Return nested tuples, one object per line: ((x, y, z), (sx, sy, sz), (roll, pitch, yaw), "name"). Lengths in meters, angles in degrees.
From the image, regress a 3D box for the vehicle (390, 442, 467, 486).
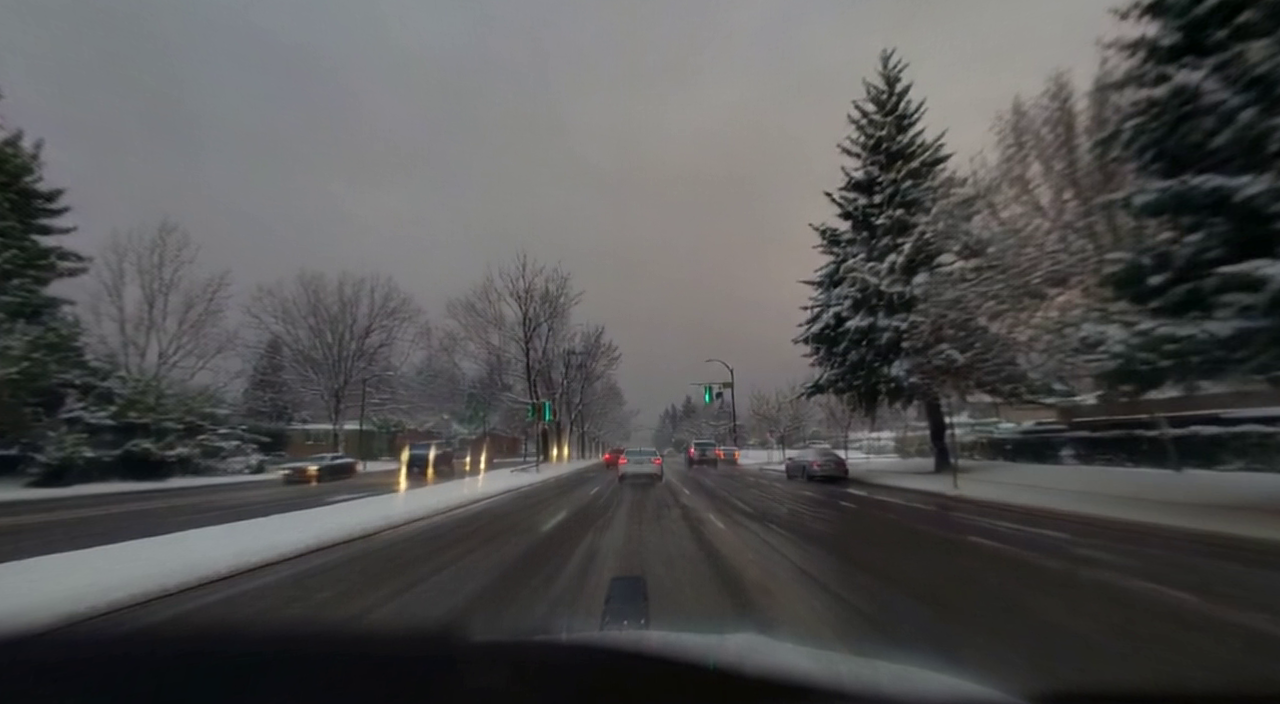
((-9.453, 5.014, 28.610), (2.090, 1.785, 4.692), (0, -9, -4), "vehicle")

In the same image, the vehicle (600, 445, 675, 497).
((-0.044, 3.712, 20.110), (2.140, 1.474, 4.026), (0, -9, 1), "vehicle")

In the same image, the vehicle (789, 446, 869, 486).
((7.760, 4.697, 26.338), (1.980, 1.497, 4.345), (0, -9, 0), "vehicle")

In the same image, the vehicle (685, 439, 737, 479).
((3.405, 5.218, 31.053), (2.073, 1.822, 4.276), (0, -9, 0), "vehicle")

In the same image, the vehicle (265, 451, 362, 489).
((-14.489, 5.233, 28.293), (1.926, 1.480, 4.337), (0, -9, 1), "vehicle")
